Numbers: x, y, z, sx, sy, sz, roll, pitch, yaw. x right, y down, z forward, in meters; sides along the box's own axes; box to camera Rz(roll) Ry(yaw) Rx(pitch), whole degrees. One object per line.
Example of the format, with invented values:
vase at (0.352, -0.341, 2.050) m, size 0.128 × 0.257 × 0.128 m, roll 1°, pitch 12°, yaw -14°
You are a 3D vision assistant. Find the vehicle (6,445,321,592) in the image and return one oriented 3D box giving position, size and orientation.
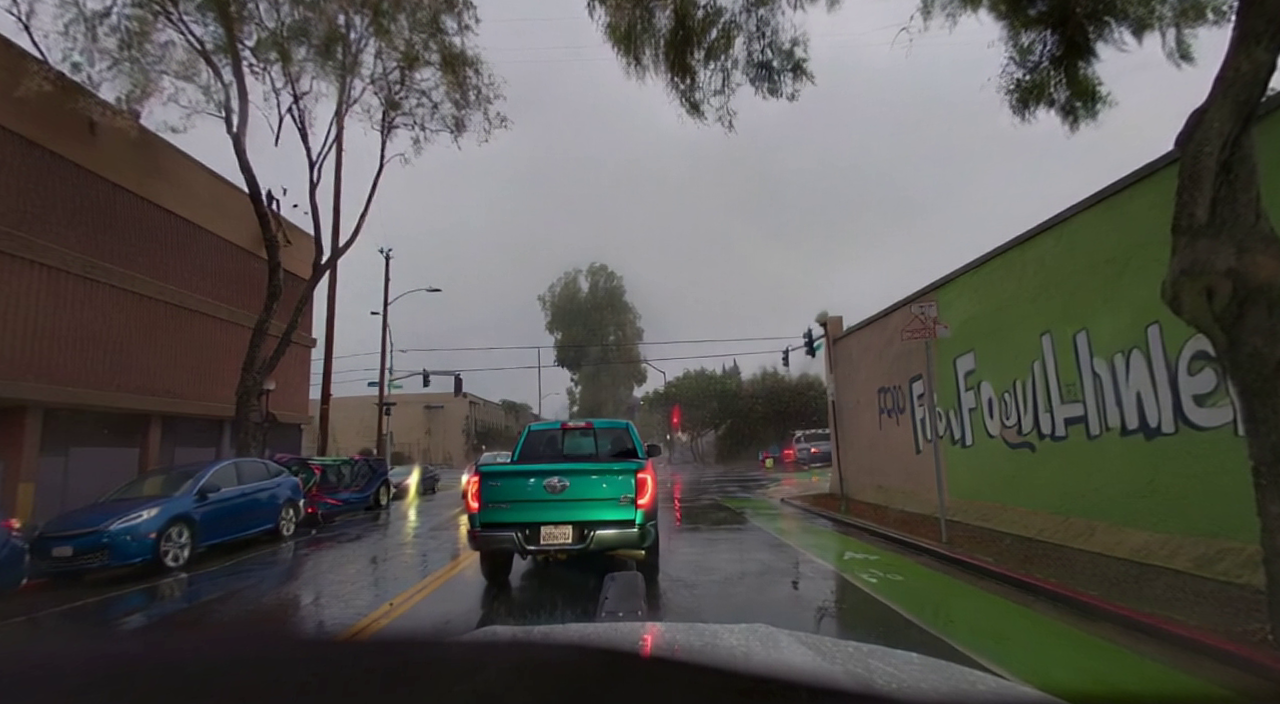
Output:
vehicle at (-7.238, 2.457, 10.373) m, size 1.882 × 1.686 × 4.489 m, roll -4°, pitch -8°, yaw -3°

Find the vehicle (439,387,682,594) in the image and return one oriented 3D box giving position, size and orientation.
vehicle at (-0.697, 1.604, 8.161) m, size 2.215 × 1.882 × 4.611 m, roll 0°, pitch -8°, yaw 1°

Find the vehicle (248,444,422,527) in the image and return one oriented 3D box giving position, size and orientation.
vehicle at (-7.392, 3.222, 16.063) m, size 1.884 × 1.730 × 5.076 m, roll 0°, pitch -8°, yaw 0°
